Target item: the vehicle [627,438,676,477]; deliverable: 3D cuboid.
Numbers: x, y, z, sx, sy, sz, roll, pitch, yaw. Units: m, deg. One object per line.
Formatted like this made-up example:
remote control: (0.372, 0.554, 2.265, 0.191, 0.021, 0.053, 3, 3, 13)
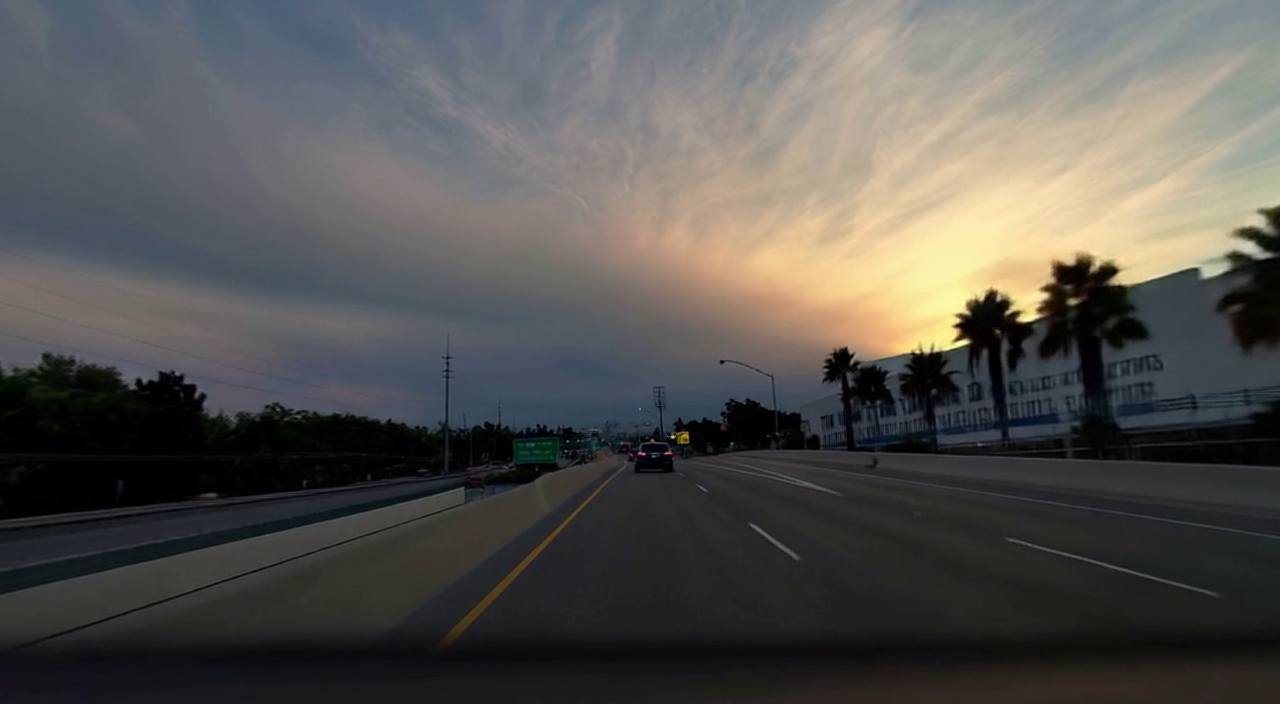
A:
vehicle: (0.469, 4.962, 29.803, 2.089, 1.718, 4.193, 0, -9, -2)
